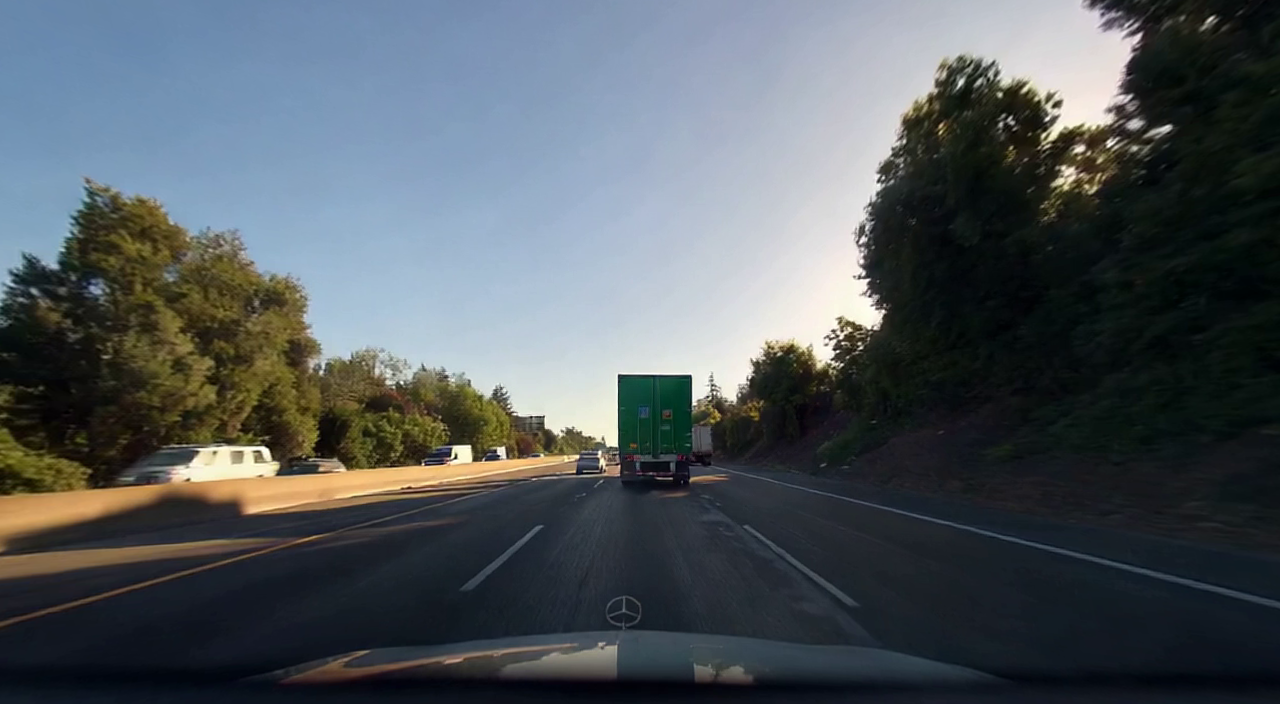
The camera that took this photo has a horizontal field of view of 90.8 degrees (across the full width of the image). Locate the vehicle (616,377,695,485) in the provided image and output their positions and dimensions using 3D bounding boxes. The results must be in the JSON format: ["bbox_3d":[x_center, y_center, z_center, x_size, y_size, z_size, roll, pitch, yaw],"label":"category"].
[{"bbox_3d":[0.561,3.813,29.263,2.932,4.042,11.054,0,-9,0],"label":"vehicle"}]

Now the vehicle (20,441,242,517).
[{"bbox_3d":[-19.212,4.755,24.652,2.571,2.376,7.455,-2,-8,-1],"label":"vehicle"}]

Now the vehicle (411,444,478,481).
[{"bbox_3d":[-11.136,6.323,36.406,2.122,1.930,5.086,0,-9,1],"label":"vehicle"}]

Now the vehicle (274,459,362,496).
[{"bbox_3d":[-14.710,5.723,29.053,1.950,1.479,3.862,0,-9,1],"label":"vehicle"}]

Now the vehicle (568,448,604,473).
[{"bbox_3d":[-3.556,7.265,42.396,2.012,1.521,4.227,0,-9,0],"label":"vehicle"}]
